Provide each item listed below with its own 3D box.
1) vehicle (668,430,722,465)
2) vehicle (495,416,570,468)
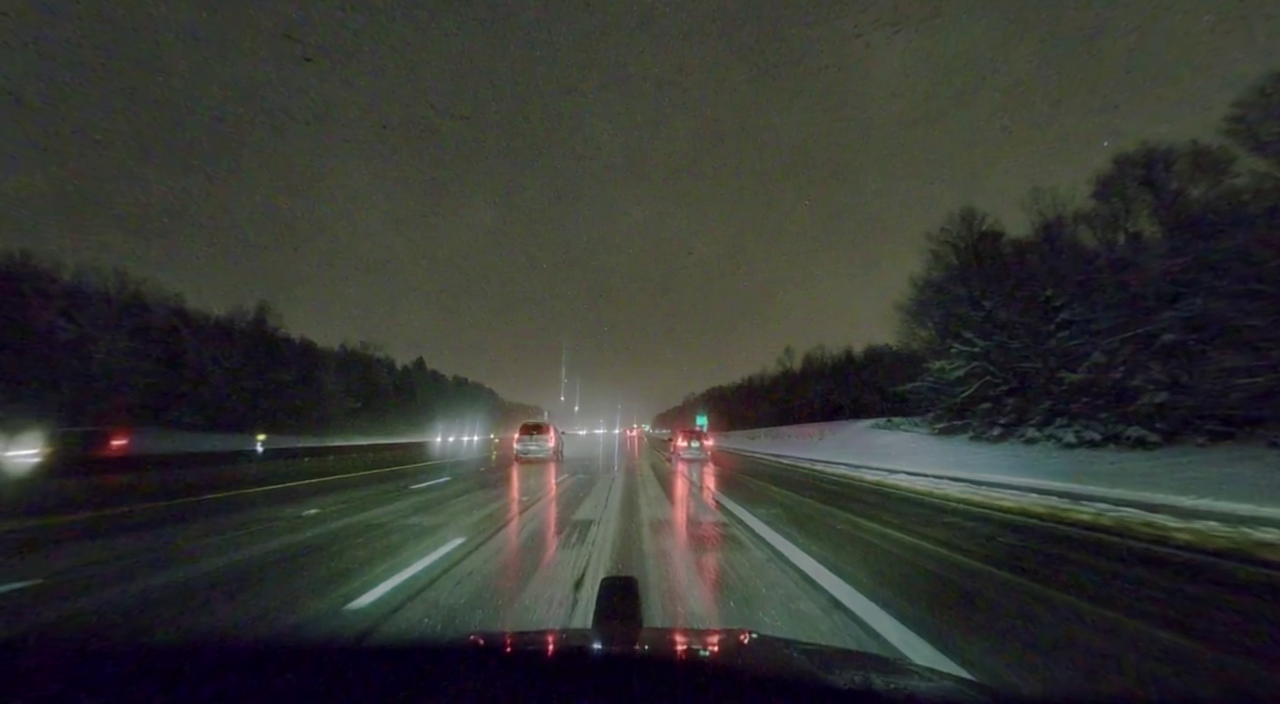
[{"bbox_3d":[2.439,4.354,28.836,1.948,1.470,3.913,0,-8,-3],"label":"vehicle"},{"bbox_3d":[-4.286,3.700,25.992,2.251,1.938,4.708,0,-8,0],"label":"vehicle"}]
